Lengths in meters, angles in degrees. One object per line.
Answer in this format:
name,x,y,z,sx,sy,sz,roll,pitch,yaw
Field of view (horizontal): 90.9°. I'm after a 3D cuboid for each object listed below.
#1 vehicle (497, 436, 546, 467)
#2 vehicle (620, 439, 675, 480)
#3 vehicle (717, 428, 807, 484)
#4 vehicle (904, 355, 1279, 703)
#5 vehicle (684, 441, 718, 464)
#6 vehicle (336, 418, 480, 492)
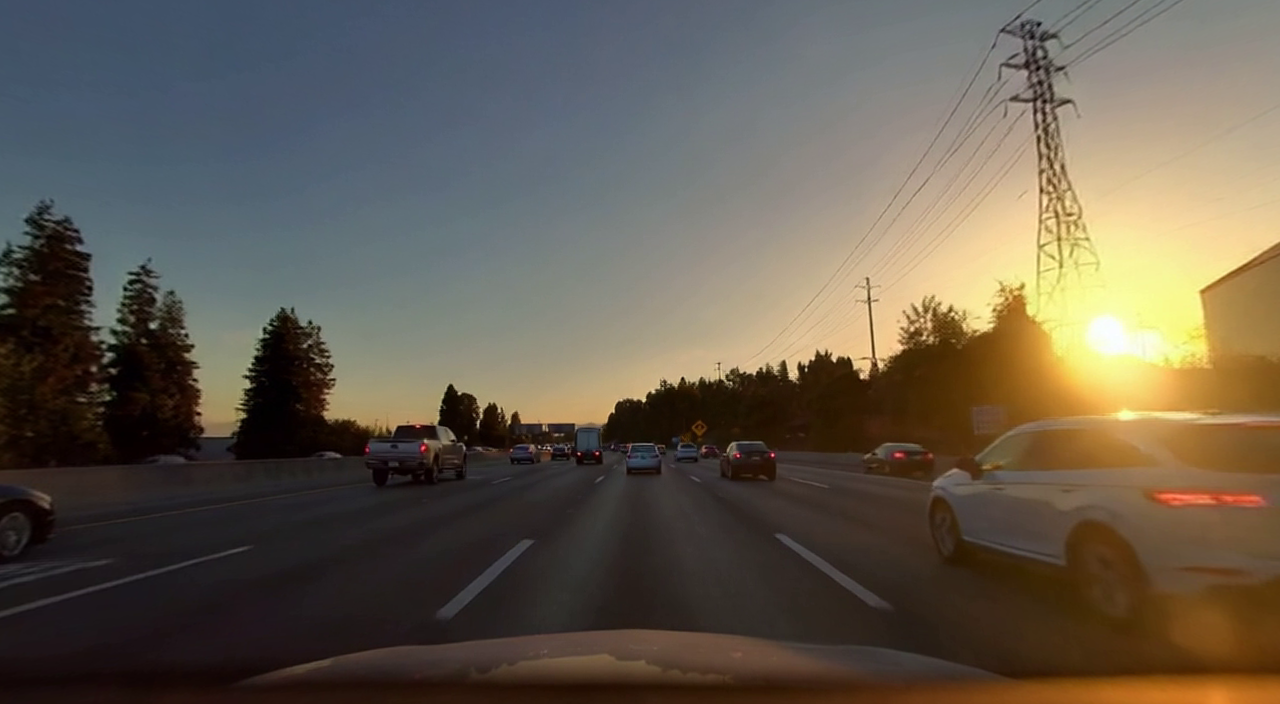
vehicle,-6.919,5.873,37.313,1.978,1.680,4.263,0,-9,1
vehicle,0.276,4.173,24.696,1.966,1.444,3.986,0,-9,0
vehicle,4.212,3.678,22.575,2.195,1.778,4.455,0,-9,-2
vehicle,3.977,1.160,4.878,2.002,1.691,4.290,0,-9,0
vehicle,4.078,6.821,42.915,1.895,1.429,3.908,0,-9,-1
vehicle,-6.922,3.175,19.740,2.269,1.936,5.777,0,-9,0
